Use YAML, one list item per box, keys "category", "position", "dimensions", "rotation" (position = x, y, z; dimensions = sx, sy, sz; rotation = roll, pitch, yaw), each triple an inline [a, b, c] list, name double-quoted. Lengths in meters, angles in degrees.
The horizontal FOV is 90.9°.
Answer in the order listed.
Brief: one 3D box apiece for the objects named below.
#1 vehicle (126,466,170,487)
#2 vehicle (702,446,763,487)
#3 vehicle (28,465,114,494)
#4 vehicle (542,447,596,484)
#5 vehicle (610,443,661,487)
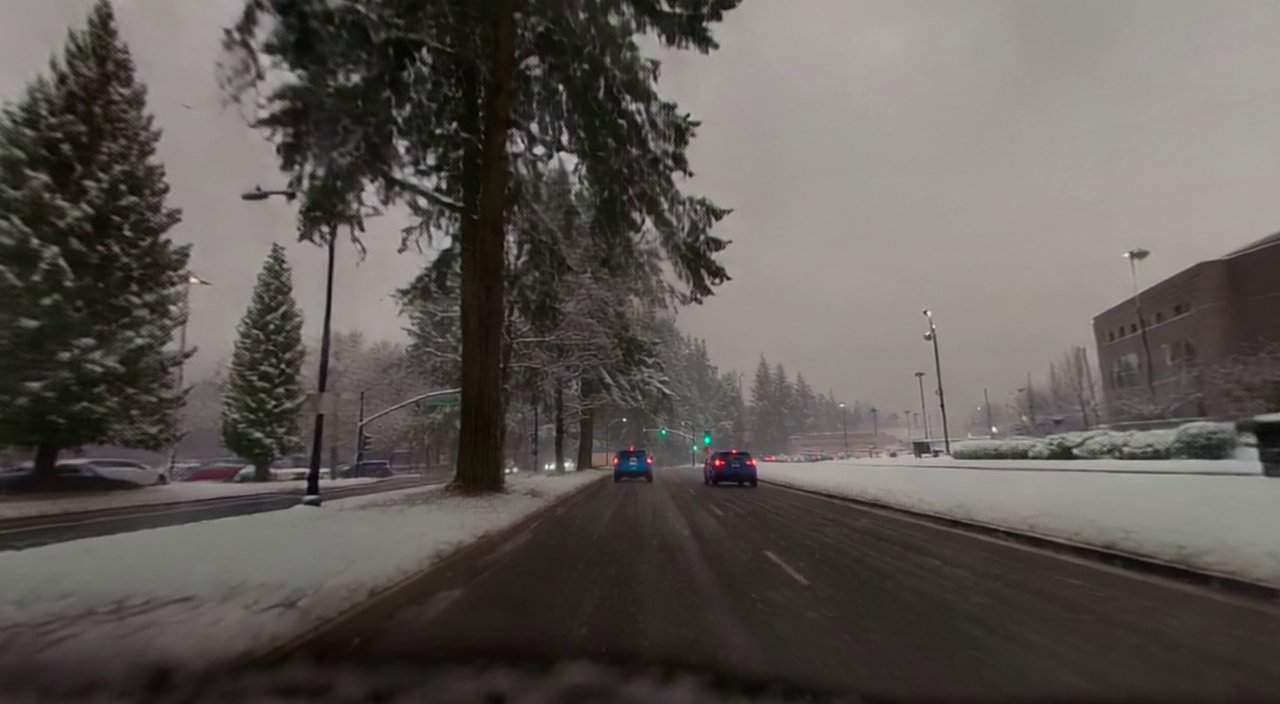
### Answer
- category: "vehicle"
  position: [-37.907, 9.587, 48.638]
  dimensions: [1.752, 1.396, 4.340]
  rotation: [4, -10, -26]
- category: "vehicle"
  position: [3.749, 4.684, 26.109]
  dimensions: [1.847, 1.554, 4.052]
  rotation: [0, -9, -1]
- category: "vehicle"
  position: [-32.663, 7.292, 36.374]
  dimensions: [1.742, 1.411, 4.415]
  rotation: [2, -9, -14]
- category: "vehicle"
  position: [-3.485, 5.647, 31.840]
  dimensions: [2.047, 1.710, 4.314]
  rotation: [0, -8, 2]
- category: "vehicle"
  position: [-0.166, 4.764, 26.925]
  dimensions: [2.022, 1.700, 4.084]
  rotation: [0, -9, 1]
